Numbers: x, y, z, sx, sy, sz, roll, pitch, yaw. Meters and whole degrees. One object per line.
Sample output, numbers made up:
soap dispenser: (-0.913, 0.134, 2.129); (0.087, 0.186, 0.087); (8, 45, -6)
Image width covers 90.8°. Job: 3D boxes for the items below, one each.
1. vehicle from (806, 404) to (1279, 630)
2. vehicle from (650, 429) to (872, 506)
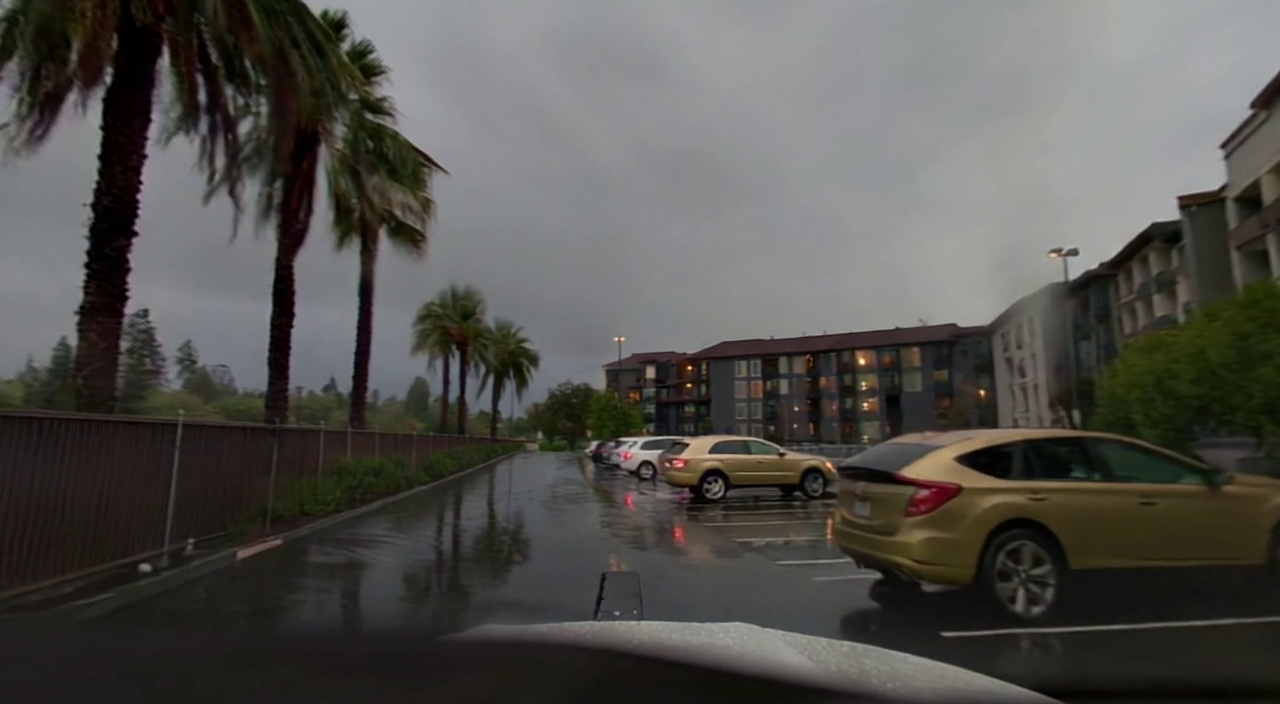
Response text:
vehicle: (4.168, 1.439, 5.726); (4.803, 1.520, 1.894); (5, -9, -11)
vehicle: (3.122, 3.003, 16.792); (5.381, 1.826, 2.047); (2, -9, -12)
